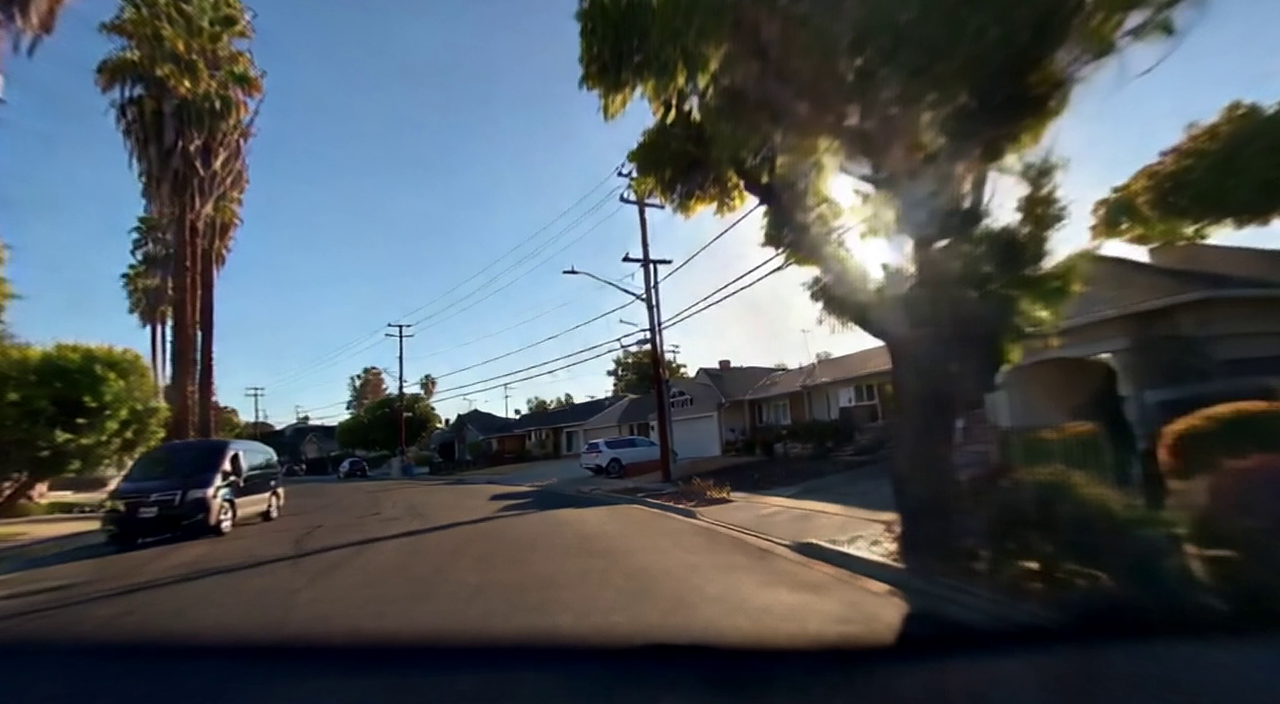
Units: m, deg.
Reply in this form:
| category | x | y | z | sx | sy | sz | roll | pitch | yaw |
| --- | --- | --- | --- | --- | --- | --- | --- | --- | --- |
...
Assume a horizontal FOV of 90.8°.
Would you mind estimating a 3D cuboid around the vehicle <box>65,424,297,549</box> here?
| category | x | y | z | sx | sy | sz | roll | pitch | yaw |
| --- | --- | --- | --- | --- | --- | --- | --- | --- | --- |
| vehicle | -10.129 | 2.995 | 14.788 | 2.552 | 2.134 | 6.076 | -1 | -9 | -18 |

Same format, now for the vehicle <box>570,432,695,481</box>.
| category | x | y | z | sx | sy | sz | roll | pitch | yaw |
| --- | --- | --- | --- | --- | --- | --- | --- | --- | --- |
| vehicle | -0.297 | 4.697 | 28.676 | 5.102 | 2.040 | 2.472 | 5 | -9 | -30 |

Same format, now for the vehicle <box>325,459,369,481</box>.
| category | x | y | z | sx | sy | sz | roll | pitch | yaw |
| --- | --- | --- | --- | --- | --- | --- | --- | --- | --- |
| vehicle | -22.642 | 9.064 | 48.743 | 1.870 | 1.490 | 3.802 | 8 | -11 | -42 |
